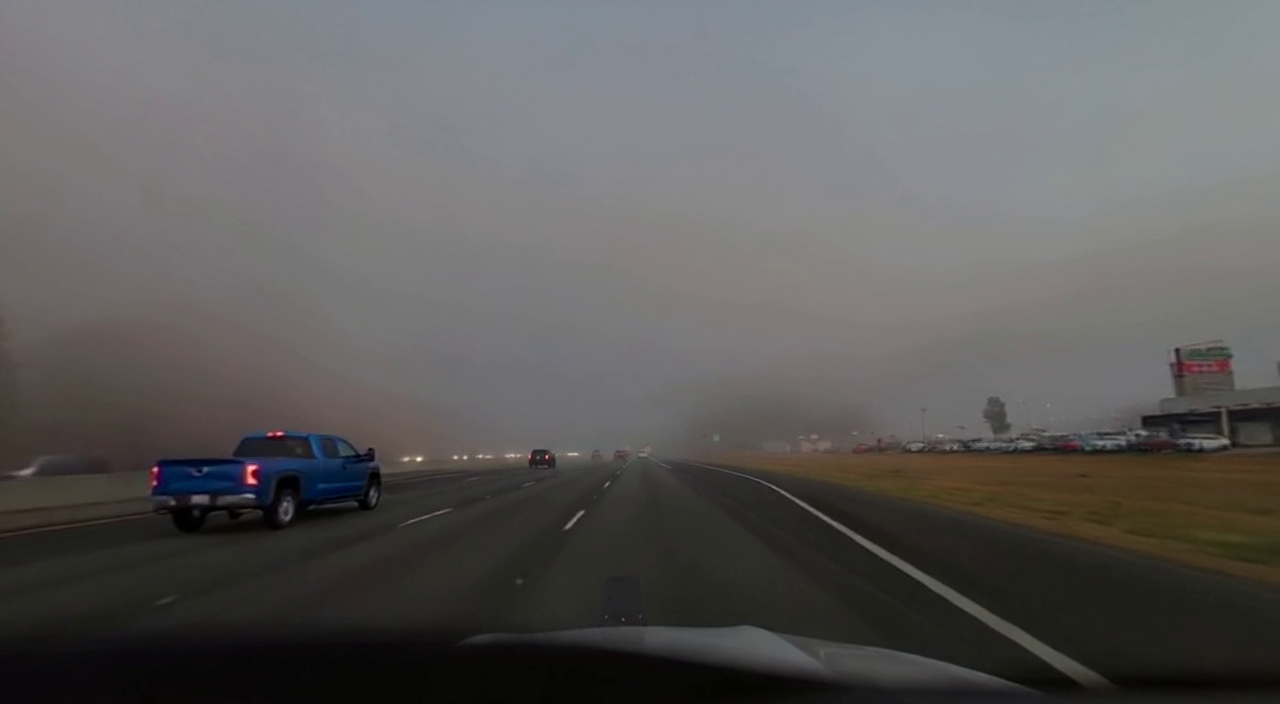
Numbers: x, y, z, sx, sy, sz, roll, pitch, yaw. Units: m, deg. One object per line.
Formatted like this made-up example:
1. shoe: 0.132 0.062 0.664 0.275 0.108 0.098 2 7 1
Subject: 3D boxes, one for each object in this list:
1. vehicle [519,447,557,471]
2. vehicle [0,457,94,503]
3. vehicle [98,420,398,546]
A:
1. vehicle: -7.391 7.783 46.111 2.021 1.699 4.324 0 -8 1
2. vehicle: -25.236 5.181 25.841 1.961 1.629 4.138 0 -8 0
3. vehicle: -7.139 2.442 12.668 2.156 1.911 5.956 0 -8 1
